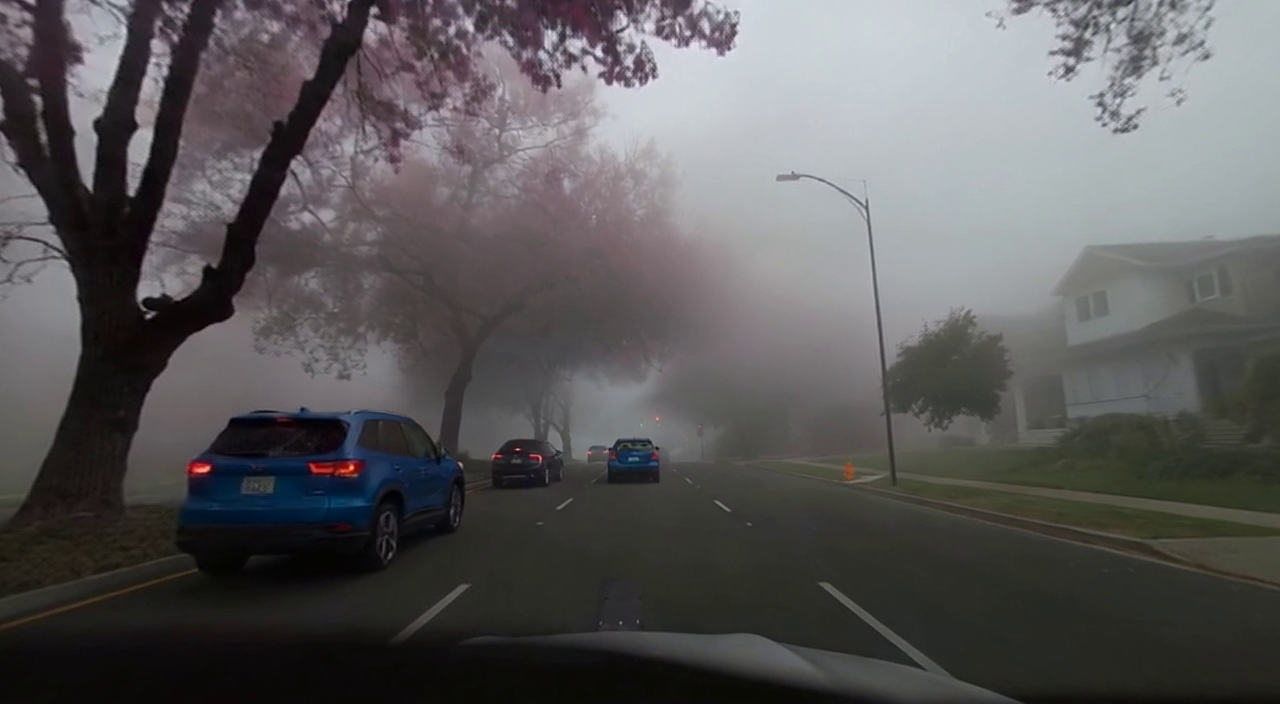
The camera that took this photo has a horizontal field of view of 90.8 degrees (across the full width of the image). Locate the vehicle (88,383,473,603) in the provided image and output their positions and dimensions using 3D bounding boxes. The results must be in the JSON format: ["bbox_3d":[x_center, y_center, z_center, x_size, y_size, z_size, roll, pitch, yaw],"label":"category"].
[{"bbox_3d":[-3.791,1.582,8.027,2.161,1.919,4.798,0,-8,-2],"label":"vehicle"}]

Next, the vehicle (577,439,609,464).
[{"bbox_3d":[-3.527,7.569,48.387,2.080,1.780,4.879,0,-8,0],"label":"vehicle"}]

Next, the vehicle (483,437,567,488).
[{"bbox_3d":[-3.798,3.728,21.579,2.066,1.565,3.905,0,-8,1],"label":"vehicle"}]

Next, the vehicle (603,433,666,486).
[{"bbox_3d":[-0.172,3.691,21.958,1.997,1.636,3.760,0,-8,0],"label":"vehicle"}]
